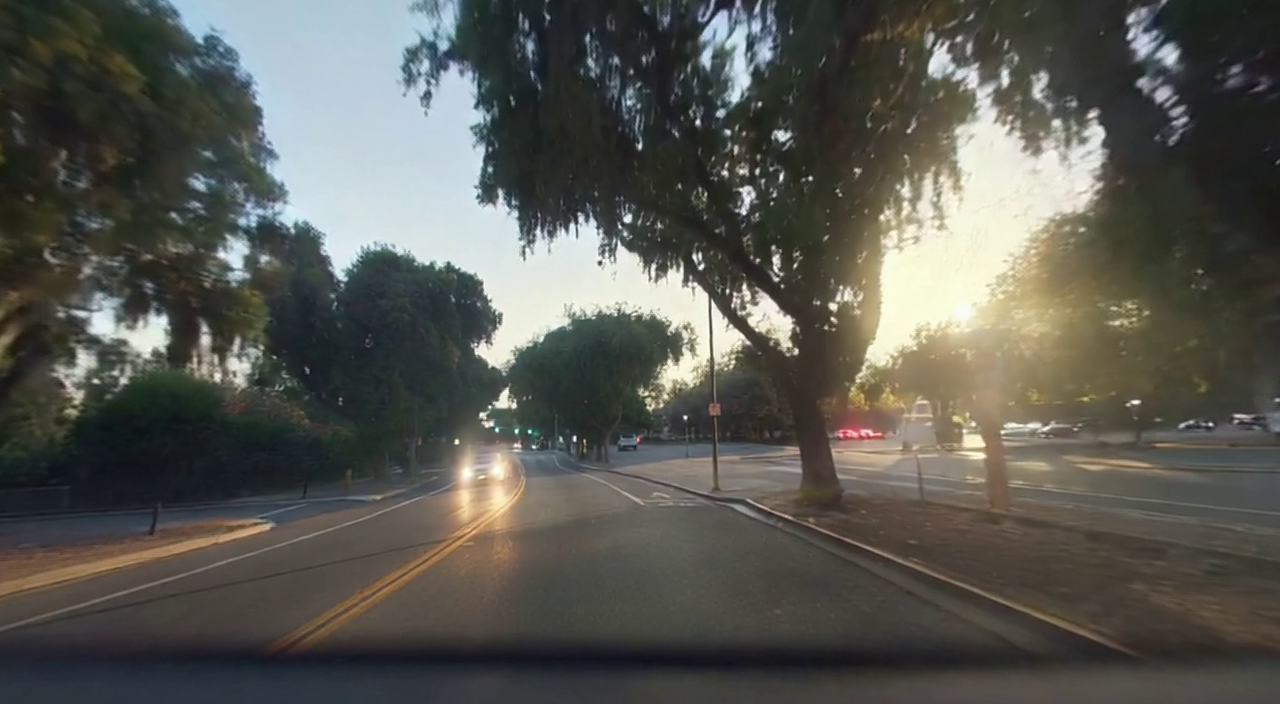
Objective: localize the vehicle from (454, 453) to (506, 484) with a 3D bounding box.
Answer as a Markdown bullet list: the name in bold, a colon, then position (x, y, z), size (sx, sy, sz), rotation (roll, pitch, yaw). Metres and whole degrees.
- **vehicle**: position (-8.239, 5.995, 32.753), size (2.125, 1.440, 4.450), rotation (1, -9, -8)
